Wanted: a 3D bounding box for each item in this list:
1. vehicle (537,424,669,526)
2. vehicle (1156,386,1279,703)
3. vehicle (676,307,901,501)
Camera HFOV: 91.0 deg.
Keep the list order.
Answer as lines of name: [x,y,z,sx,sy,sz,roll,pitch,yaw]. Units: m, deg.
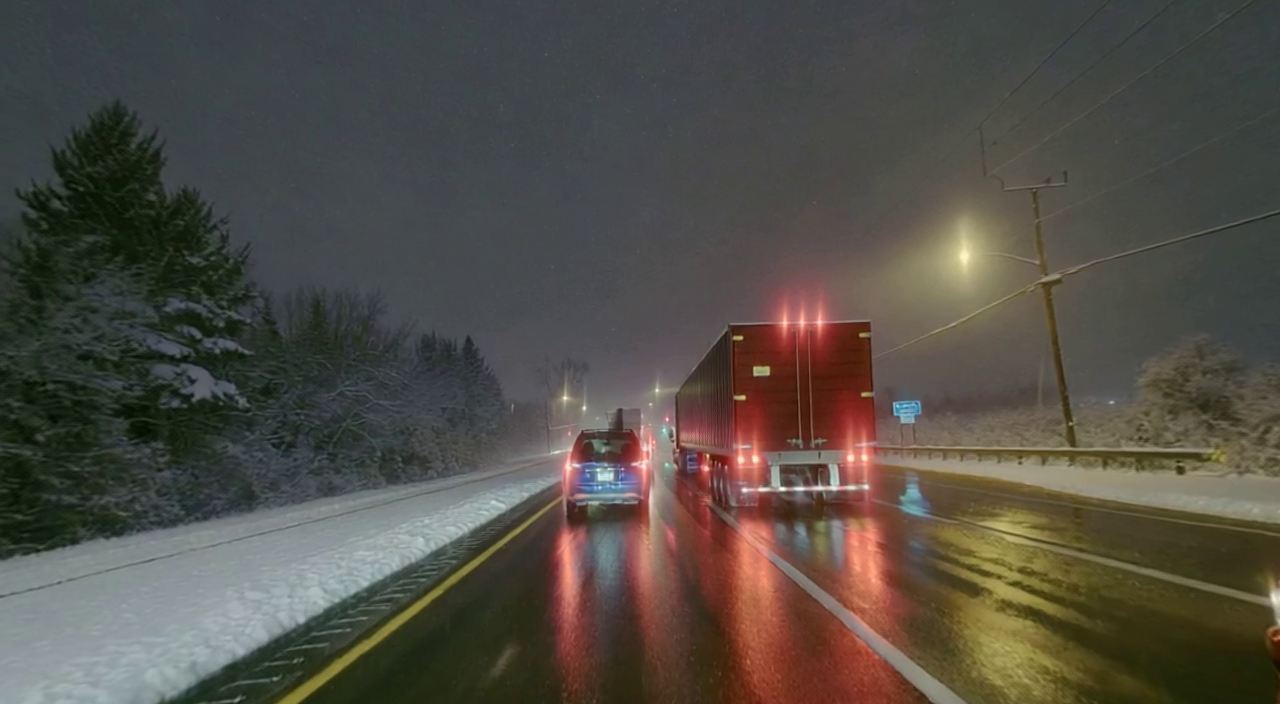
vehicle: [-0.582,2.181,11.706,2.009,1.554,4.013,0,-8,0]
vehicle: [3.546,0.635,0.701,1.960,1.515,4.713,0,-8,0]
vehicle: [3.735,2.311,22.267,3.591,4.290,16.696,0,-8,-1]
